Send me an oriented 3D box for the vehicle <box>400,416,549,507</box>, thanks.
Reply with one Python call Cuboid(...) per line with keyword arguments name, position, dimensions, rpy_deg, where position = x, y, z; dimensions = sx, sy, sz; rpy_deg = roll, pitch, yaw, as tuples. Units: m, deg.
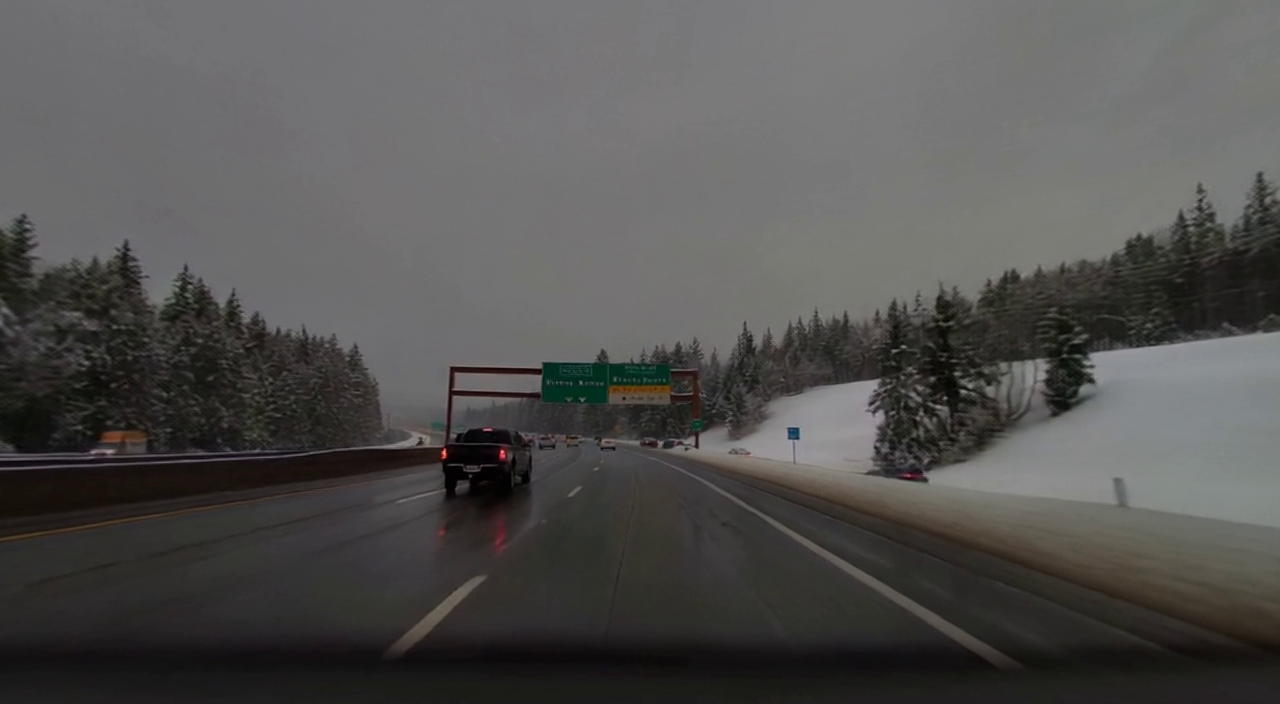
Cuboid(name="vehicle", position=(-3.650, 2.540, 15.012), dimensions=(2.142, 1.789, 5.009), rpy_deg=(0, -8, 1))
